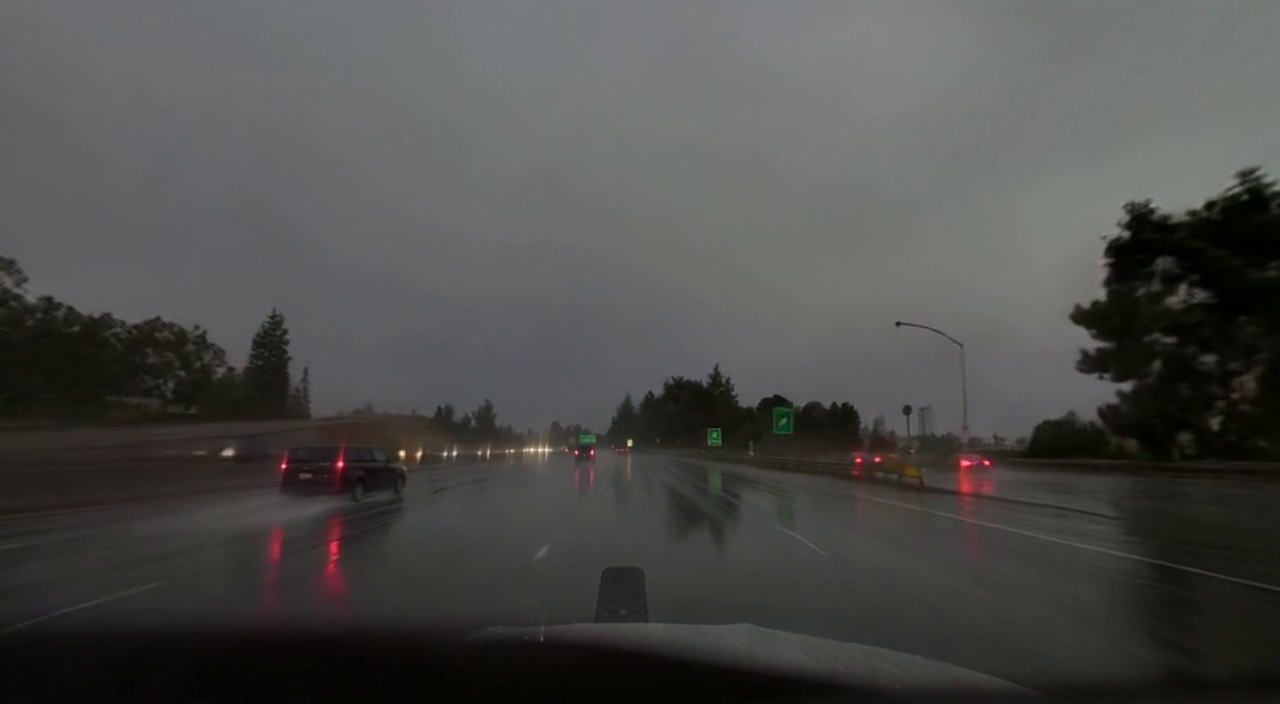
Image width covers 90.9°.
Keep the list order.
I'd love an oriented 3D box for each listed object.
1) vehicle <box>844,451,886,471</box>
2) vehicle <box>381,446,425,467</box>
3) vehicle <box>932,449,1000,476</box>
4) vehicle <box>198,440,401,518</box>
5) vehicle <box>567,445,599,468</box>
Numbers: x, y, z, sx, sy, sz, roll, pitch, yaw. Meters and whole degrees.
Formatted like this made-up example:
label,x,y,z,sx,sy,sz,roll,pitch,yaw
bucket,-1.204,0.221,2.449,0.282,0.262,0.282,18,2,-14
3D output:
label,x,y,z,sx,sy,sz,roll,pitch,yaw
vehicle,17.679,8.564,49.731,2.005,1.478,4.056,-1,-8,3
vehicle,-17.340,7.643,46.312,1.812,1.447,3.802,0,-8,-1
vehicle,19.457,6.611,37.844,1.950,1.462,4.391,-1,-8,4
vehicle,-7.419,2.786,14.451,2.038,1.463,4.656,0,-8,0
vehicle,-3.966,7.316,44.351,1.936,1.465,4.060,0,-8,-1
